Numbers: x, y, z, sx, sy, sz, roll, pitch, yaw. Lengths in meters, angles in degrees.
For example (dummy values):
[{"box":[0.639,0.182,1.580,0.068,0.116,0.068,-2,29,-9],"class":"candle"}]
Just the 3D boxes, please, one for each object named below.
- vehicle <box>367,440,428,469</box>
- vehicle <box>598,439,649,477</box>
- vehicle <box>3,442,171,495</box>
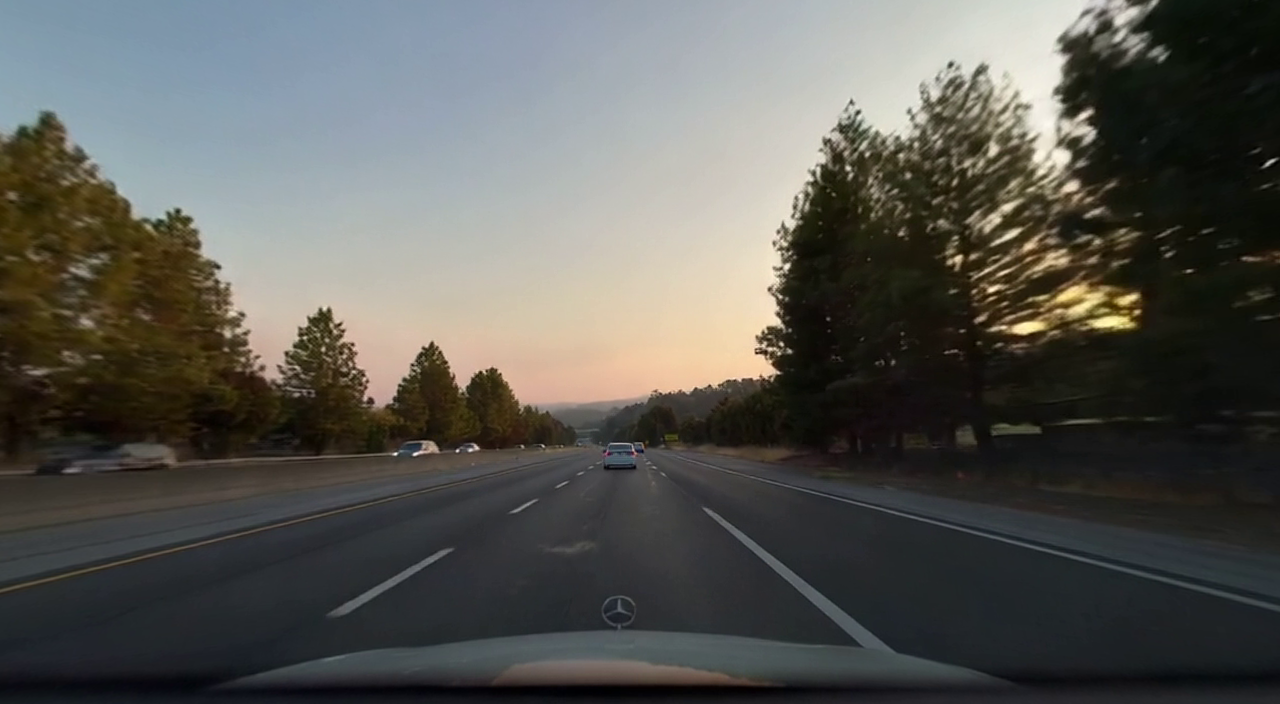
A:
[{"box":[-13.584,5.787,35.356,1.869,1.513,4.031,0,-9,-1],"class":"vehicle"},{"box":[-0.728,4.693,27.945,2.095,1.537,4.017,0,-9,-1],"class":"vehicle"},{"box":[-17.901,3.759,20.593,1.843,1.521,4.015,0,-9,-1],"class":"vehicle"}]
